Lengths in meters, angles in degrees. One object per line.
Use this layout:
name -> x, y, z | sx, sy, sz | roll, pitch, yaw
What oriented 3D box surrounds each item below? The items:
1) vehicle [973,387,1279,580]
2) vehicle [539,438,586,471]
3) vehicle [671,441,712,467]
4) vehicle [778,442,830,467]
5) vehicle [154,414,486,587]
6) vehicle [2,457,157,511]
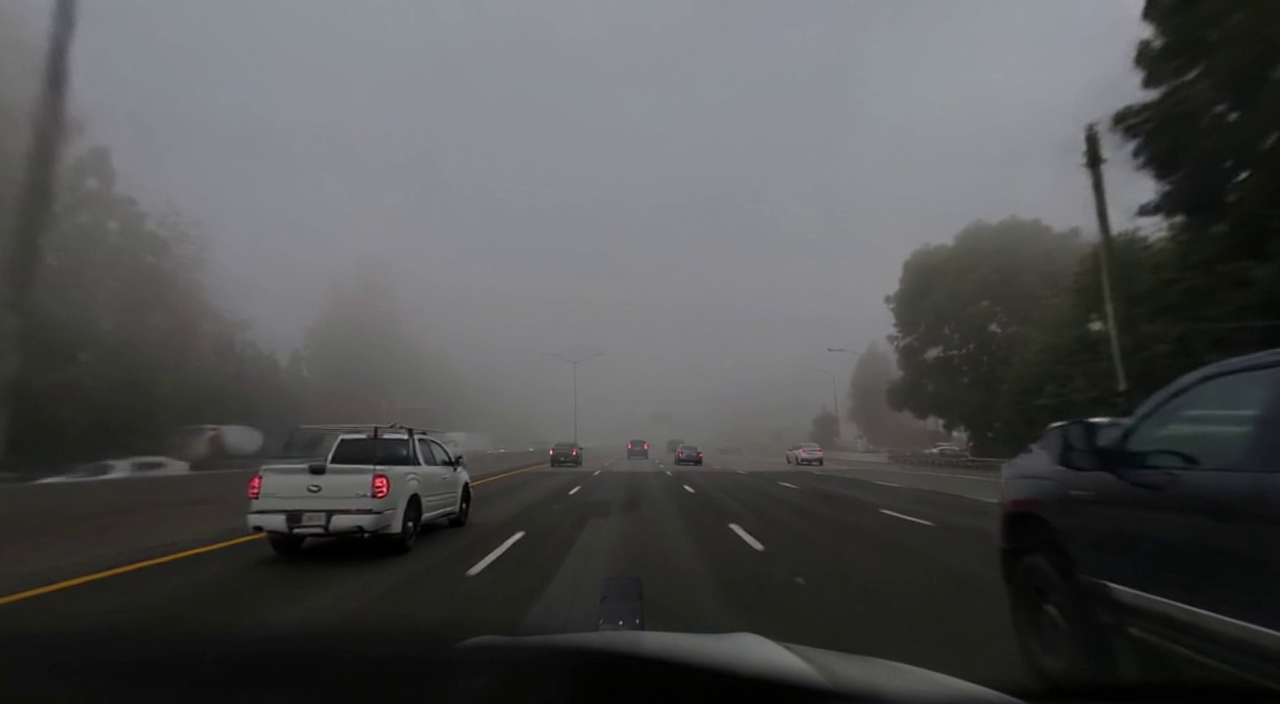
vehicle -> 6.490, 1.461, 7.776 | 2.105, 1.655, 4.652 | 0, -8, -2
vehicle -> -4.078, 5.455, 33.755 | 1.992, 1.651, 4.185 | 0, -8, 0
vehicle -> 3.103, 6.243, 38.830 | 2.007, 1.469, 4.337 | 0, -8, -2
vehicle -> 9.609, 6.044, 37.294 | 1.910, 1.384, 3.867 | 0, -8, -2
vehicle -> -3.634, 1.759, 8.360 | 2.119, 1.654, 4.353 | 0, -8, 0
vehicle -> -15.939, 3.726, 18.203 | 1.459, 1.318, 3.318 | 0, -8, -1
